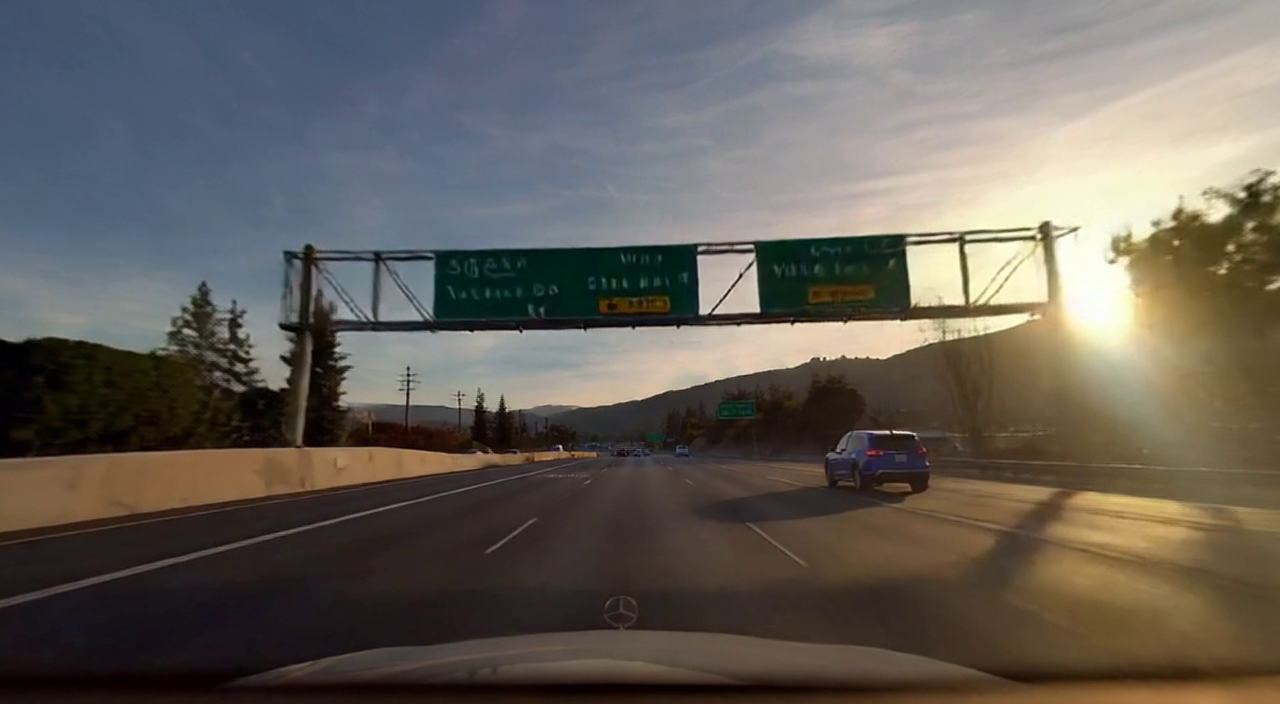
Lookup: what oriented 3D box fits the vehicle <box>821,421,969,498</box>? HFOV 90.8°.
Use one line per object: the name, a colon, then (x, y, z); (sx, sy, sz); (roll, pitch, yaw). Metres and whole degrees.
vehicle: (7.095, 3.059, 18.251); (2.222, 1.899, 4.595); (0, -9, -1)
